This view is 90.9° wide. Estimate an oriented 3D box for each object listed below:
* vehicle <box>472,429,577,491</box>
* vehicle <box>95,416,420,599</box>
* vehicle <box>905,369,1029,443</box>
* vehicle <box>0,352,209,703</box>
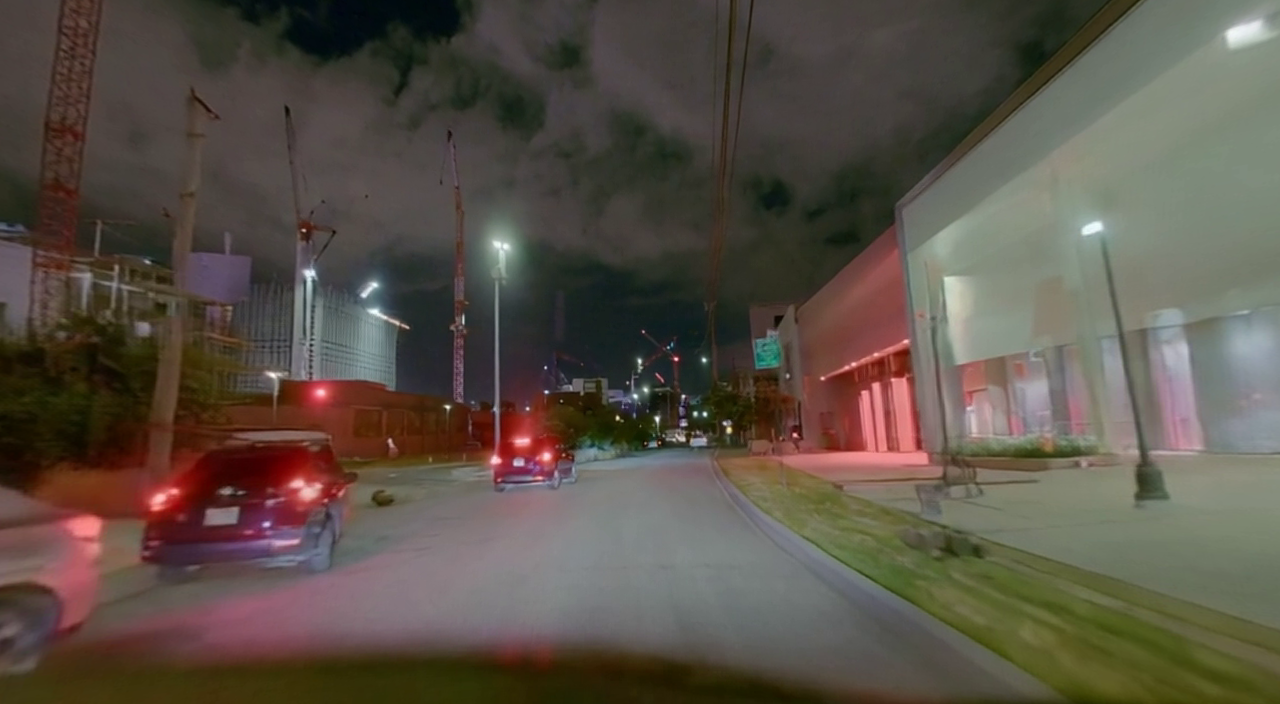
[{"bbox_3d":[-3.351,3.208,19.243,1.967,1.646,4.192,-1,-8,7],"label":"vehicle"},{"bbox_3d":[-3.937,1.575,7.114,1.736,1.610,2.874,0,-8,3],"label":"vehicle"},{"bbox_3d":[19.280,3.498,38.114,3.031,3.863,9.734,-1,-8,5],"label":"vehicle"},{"bbox_3d":[-3.466,0.726,1.459,2.026,1.699,4.224,0,-8,-2],"label":"vehicle"}]
